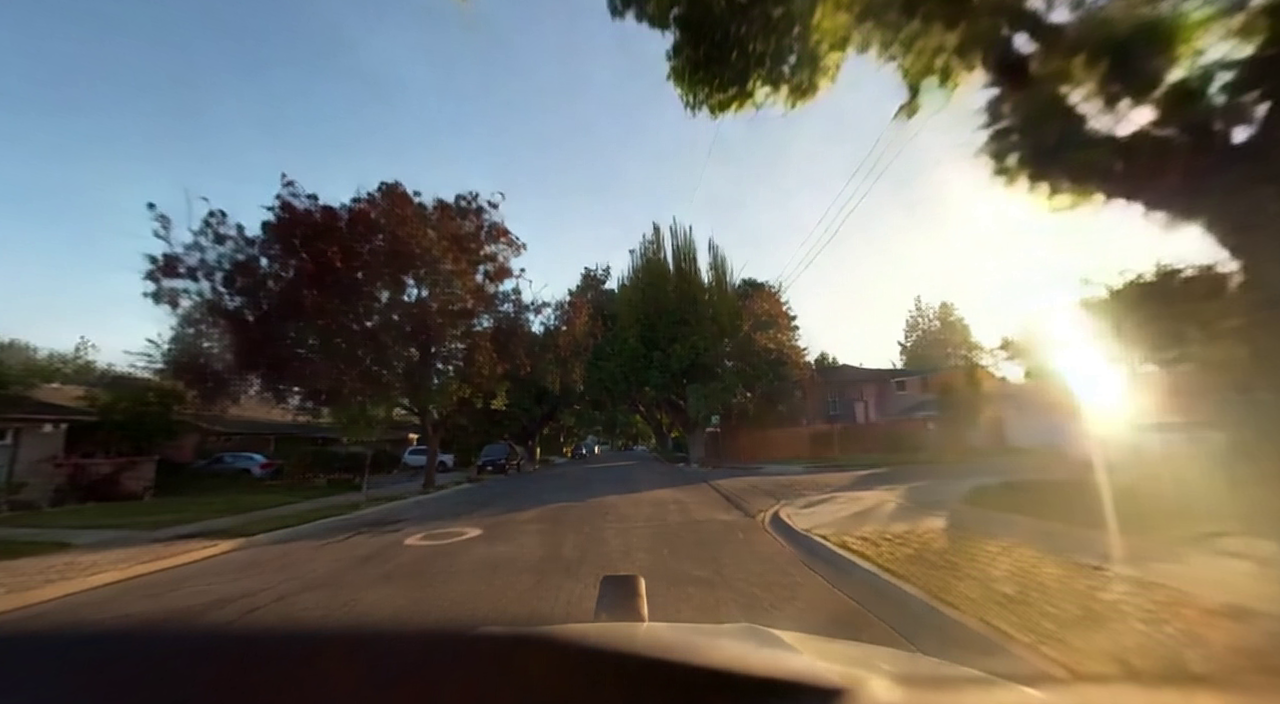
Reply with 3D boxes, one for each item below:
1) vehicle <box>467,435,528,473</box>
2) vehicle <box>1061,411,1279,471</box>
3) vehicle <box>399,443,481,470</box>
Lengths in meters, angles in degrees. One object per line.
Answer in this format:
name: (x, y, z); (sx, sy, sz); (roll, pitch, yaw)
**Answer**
vehicle: (-7.638, 5.563, 34.438); (2.091, 1.912, 4.598); (0, -9, 2)
vehicle: (13.691, 2.312, 16.417); (4.086, 1.450, 1.830); (-1, -8, 4)
vehicle: (-12.597, 6.596, 40.019); (4.538, 1.578, 2.000); (0, -8, 1)
